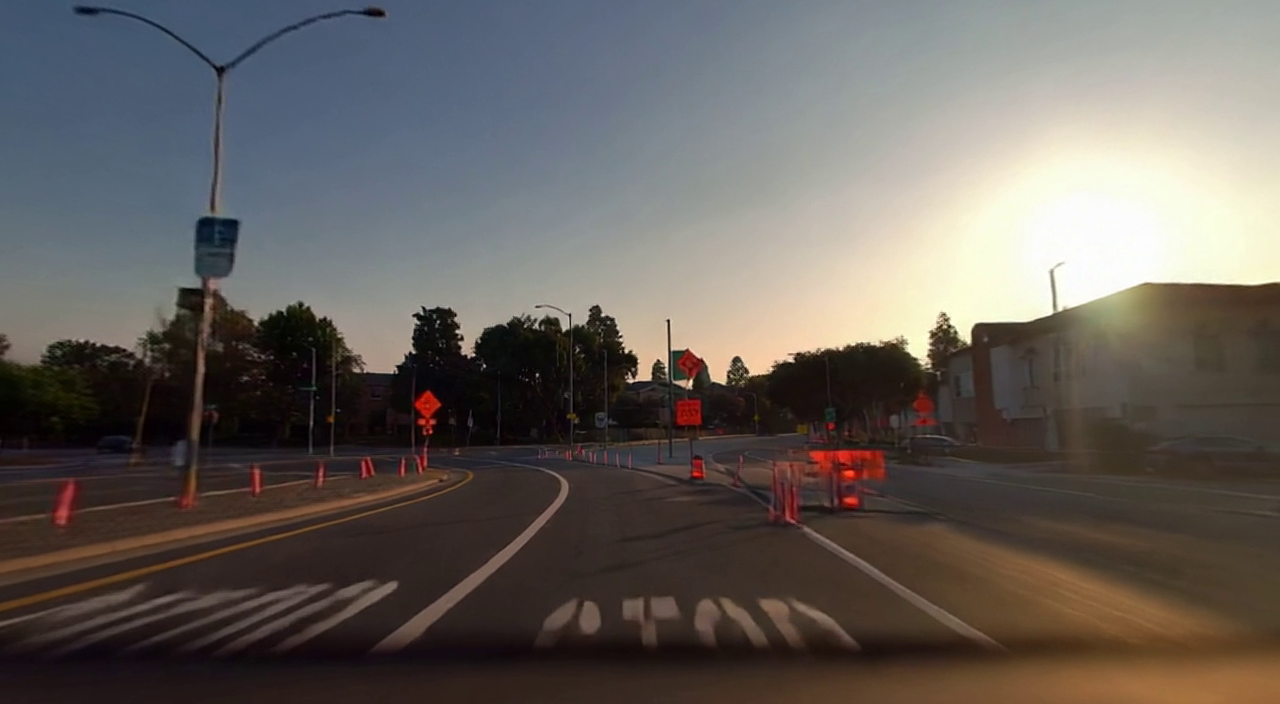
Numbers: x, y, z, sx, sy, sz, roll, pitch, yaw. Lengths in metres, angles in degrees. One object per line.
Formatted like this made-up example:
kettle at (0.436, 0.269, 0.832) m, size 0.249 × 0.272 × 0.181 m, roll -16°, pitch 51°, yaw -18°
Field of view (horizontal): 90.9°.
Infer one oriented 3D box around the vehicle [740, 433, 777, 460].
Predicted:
vehicle at (8.301, 6.708, 44.610) m, size 2.150 × 1.779 × 4.423 m, roll -1°, pitch -9°, yaw 6°

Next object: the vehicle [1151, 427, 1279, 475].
vehicle at (23.773, 3.978, 25.401) m, size 4.703 × 1.808 × 1.987 m, roll 1°, pitch -9°, yaw -4°

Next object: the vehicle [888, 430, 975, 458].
vehicle at (18.811, 5.986, 40.867) m, size 4.615 × 1.738 × 1.990 m, roll -1°, pitch -9°, yaw 5°
